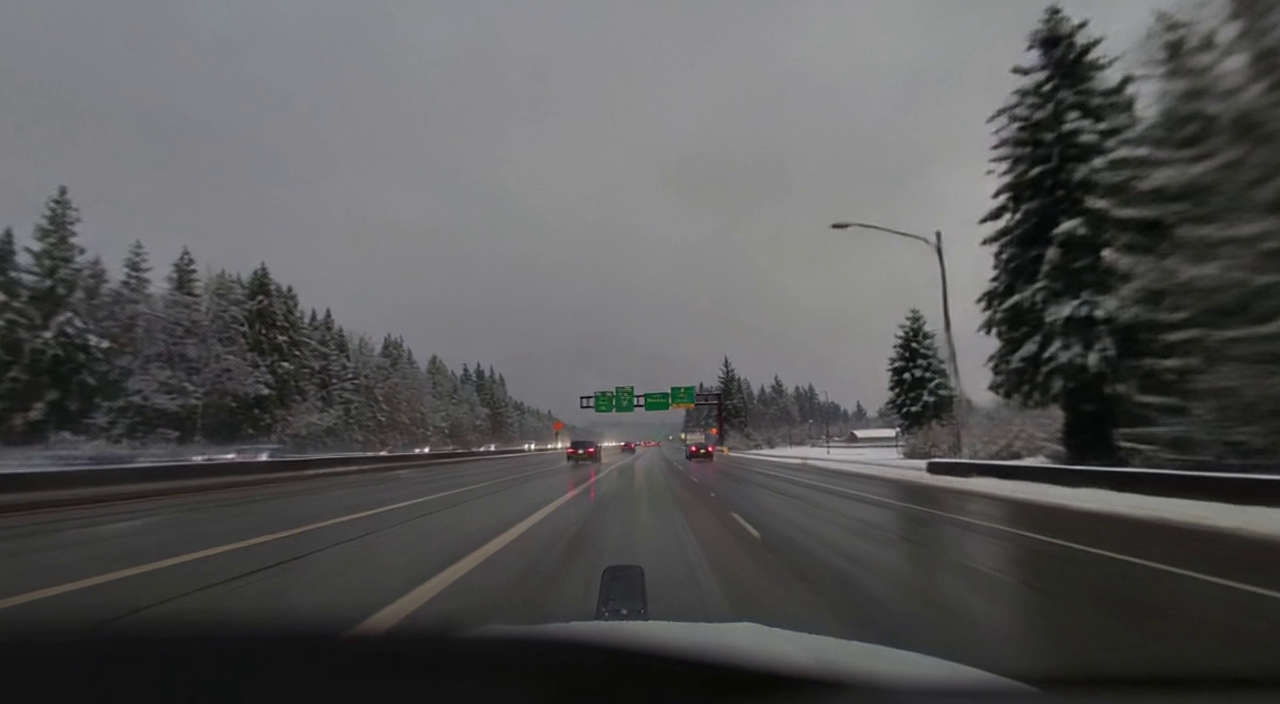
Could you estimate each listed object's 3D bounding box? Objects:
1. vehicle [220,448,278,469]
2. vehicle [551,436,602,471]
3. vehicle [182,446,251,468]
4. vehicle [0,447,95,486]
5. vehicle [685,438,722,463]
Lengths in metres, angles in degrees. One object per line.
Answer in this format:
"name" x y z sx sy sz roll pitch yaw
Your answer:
"vehicle" -27.665 7.515 44.728 1.710 1.405 3.610 0 -8 2
"vehicle" -3.354 5.467 34.257 2.196 1.733 4.355 0 -8 2
"vehicle" -31.513 7.803 47.100 1.924 1.507 4.635 0 -8 1
"vehicle" -24.641 4.545 25.397 1.758 1.424 3.903 0 -8 1
"vehicle" 4.648 7.250 46.551 2.229 1.704 4.392 0 -8 0
